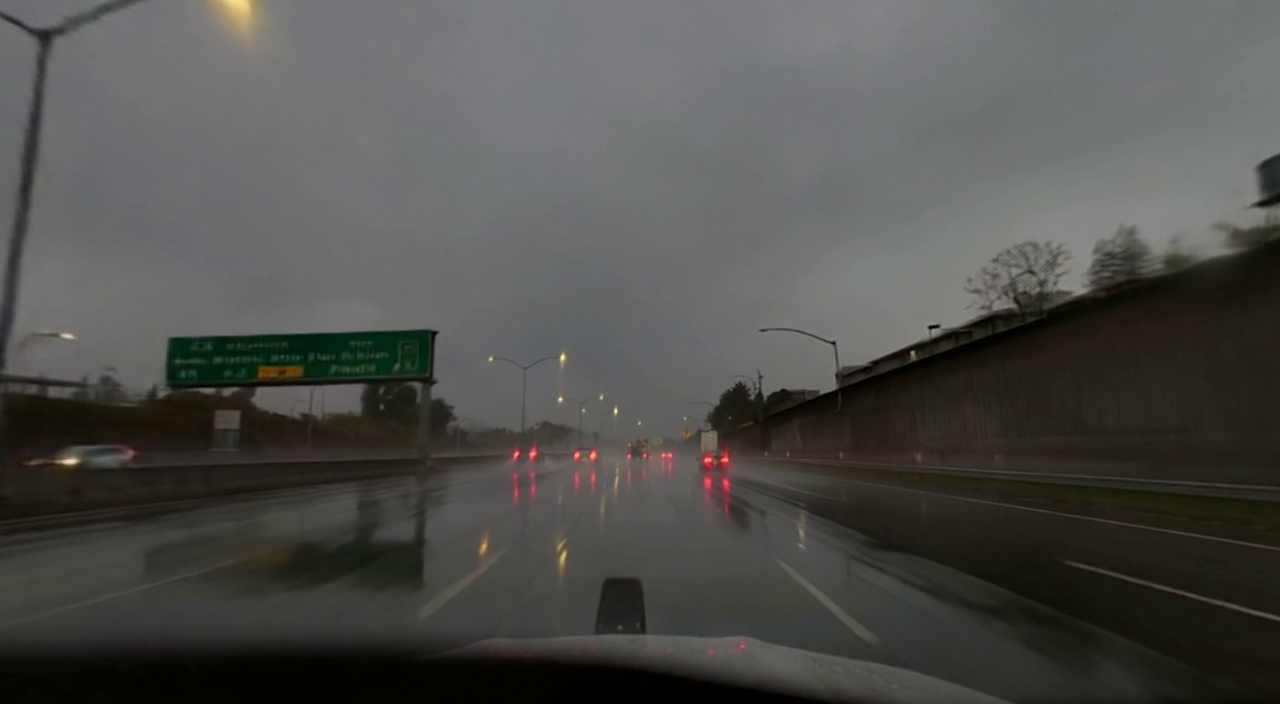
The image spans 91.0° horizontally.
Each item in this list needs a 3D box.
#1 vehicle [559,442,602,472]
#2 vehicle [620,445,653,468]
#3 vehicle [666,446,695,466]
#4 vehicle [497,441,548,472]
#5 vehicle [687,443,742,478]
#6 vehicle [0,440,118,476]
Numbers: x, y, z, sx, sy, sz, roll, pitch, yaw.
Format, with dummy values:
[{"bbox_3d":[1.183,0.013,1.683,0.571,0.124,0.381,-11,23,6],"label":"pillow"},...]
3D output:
[{"bbox_3d":[-3.450,6.164,37.226,2.091,1.664,4.157,0,-8,0],"label":"vehicle"},{"bbox_3d":[-0.218,7.189,43.568,2.166,1.496,4.158,0,-8,0],"label":"vehicle"},{"bbox_3d":[3.167,8.205,49.959,2.036,1.517,4.256,0,-9,0],"label":"vehicle"},{"bbox_3d":[-6.943,6.194,37.661,2.112,1.721,4.381,0,-8,1],"label":"vehicle"},{"bbox_3d":[3.481,5.178,30.311,2.077,1.527,4.553,0,-9,0],"label":"vehicle"},{"bbox_3d":[-30.156,5.453,32.739,1.906,1.695,4.696,0,-9,0],"label":"vehicle"}]
